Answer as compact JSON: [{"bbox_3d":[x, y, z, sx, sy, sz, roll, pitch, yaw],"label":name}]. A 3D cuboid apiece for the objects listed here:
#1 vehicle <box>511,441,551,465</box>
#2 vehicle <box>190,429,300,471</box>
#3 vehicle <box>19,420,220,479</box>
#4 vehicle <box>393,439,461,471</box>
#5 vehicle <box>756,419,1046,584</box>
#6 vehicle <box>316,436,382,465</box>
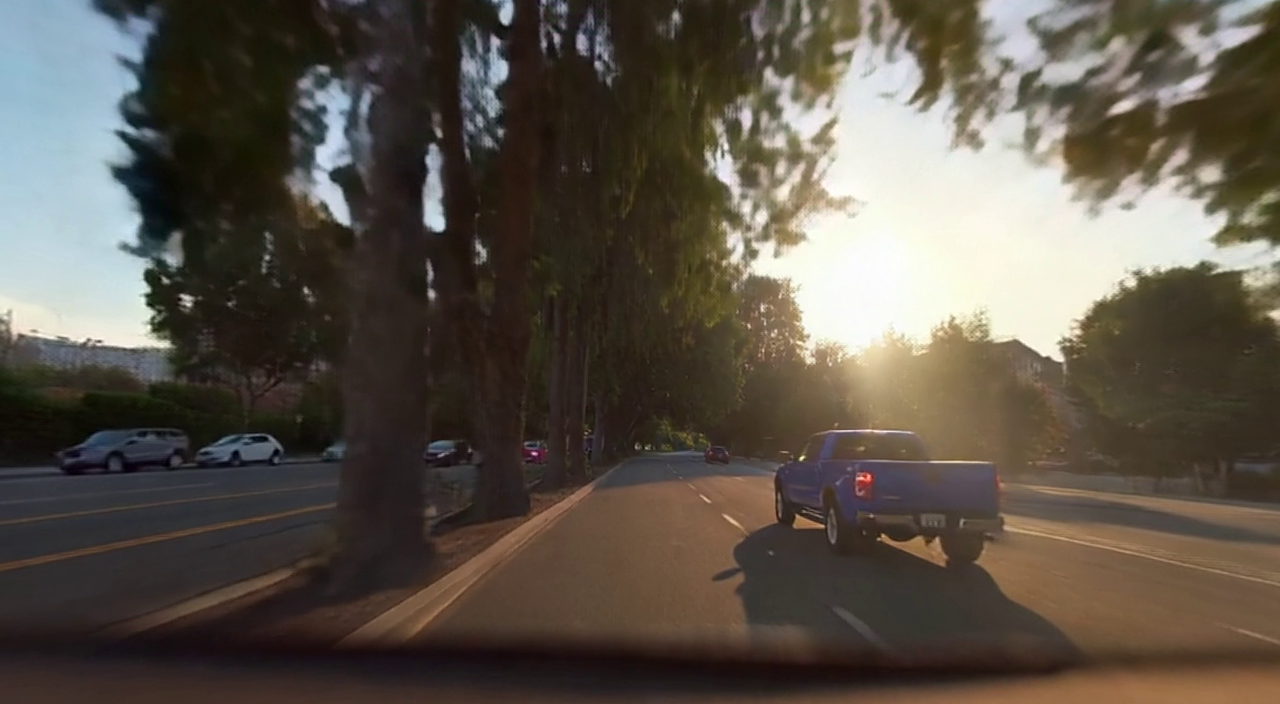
[{"bbox_3d":[-7.895,7.342,46.079,2.121,1.639,4.525,0,-9,0],"label":"vehicle"},{"bbox_3d":[-18.498,4.624,29.844,2.051,1.821,4.721,0,-9,1],"label":"vehicle"},{"bbox_3d":[-18.618,3.564,23.112,2.398,1.883,5.729,0,-9,1],"label":"vehicle"},{"bbox_3d":[-10.937,5.316,32.720,1.999,1.519,4.249,0,-9,1],"label":"vehicle"},{"bbox_3d":[3.182,1.923,9.004,2.108,1.712,4.616,0,-9,-1],"label":"vehicle"},{"bbox_3d":[-18.606,6.315,40.577,2.025,1.766,4.620,0,-9,0],"label":"vehicle"}]
